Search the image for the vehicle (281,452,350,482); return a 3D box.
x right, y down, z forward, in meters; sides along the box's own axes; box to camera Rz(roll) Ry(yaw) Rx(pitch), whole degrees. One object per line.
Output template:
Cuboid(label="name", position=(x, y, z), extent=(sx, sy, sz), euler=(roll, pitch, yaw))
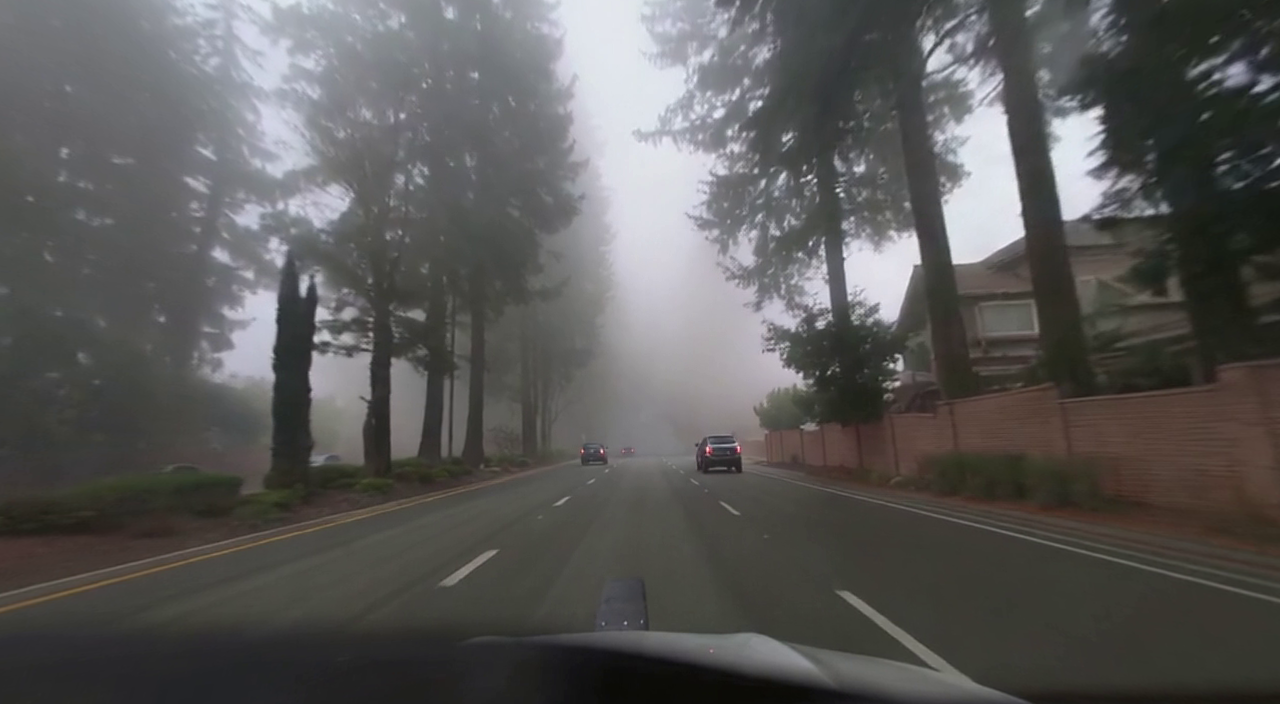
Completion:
Cuboid(label="vehicle", position=(-21.454, 7.572, 41.873), extent=(1.990, 1.787, 4.709), euler=(0, -9, 1))

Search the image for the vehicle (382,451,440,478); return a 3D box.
Cuboid(label="vehicle", position=(-14.005, 6.865, 38.806), extent=(1.892, 1.480, 4.467), euler=(-1, -8, 0))

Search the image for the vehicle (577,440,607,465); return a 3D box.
Cuboid(label="vehicle", position=(-3.575, 7.590, 47.686), extent=(2.002, 1.747, 4.728), euler=(0, -8, -1))

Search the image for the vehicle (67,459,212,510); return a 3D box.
Cuboid(label="vehicle", position=(-17.110, 4.507, 21.824), extent=(1.855, 1.494, 3.825), euler=(-1, -8, 0))

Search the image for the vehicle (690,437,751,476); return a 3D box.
Cuboid(label="vehicle", position=(3.832, 5.085, 30.973), extent=(2.321, 1.695, 5.037), euler=(-1, -8, 0))
